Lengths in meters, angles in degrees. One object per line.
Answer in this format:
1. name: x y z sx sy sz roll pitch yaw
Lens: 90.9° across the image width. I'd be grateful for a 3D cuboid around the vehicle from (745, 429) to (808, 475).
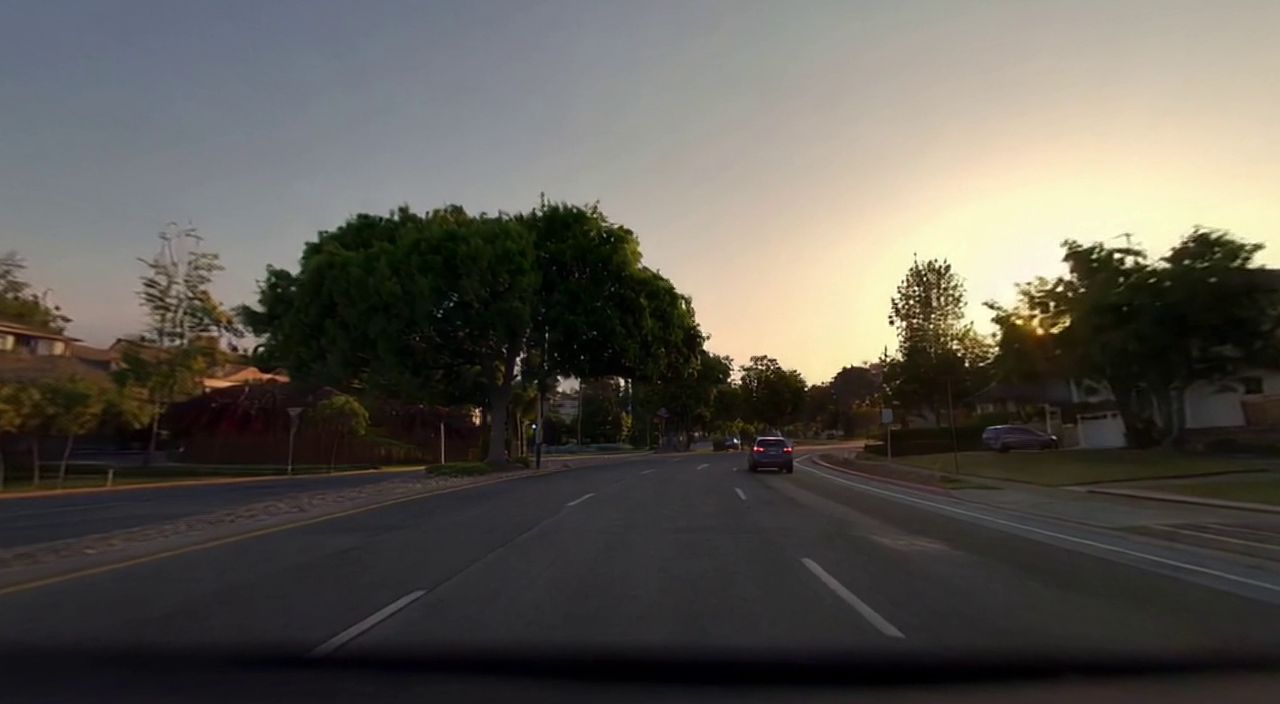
1. vehicle: 5.855 4.348 27.640 2.141 1.833 4.704 -1 -8 6
